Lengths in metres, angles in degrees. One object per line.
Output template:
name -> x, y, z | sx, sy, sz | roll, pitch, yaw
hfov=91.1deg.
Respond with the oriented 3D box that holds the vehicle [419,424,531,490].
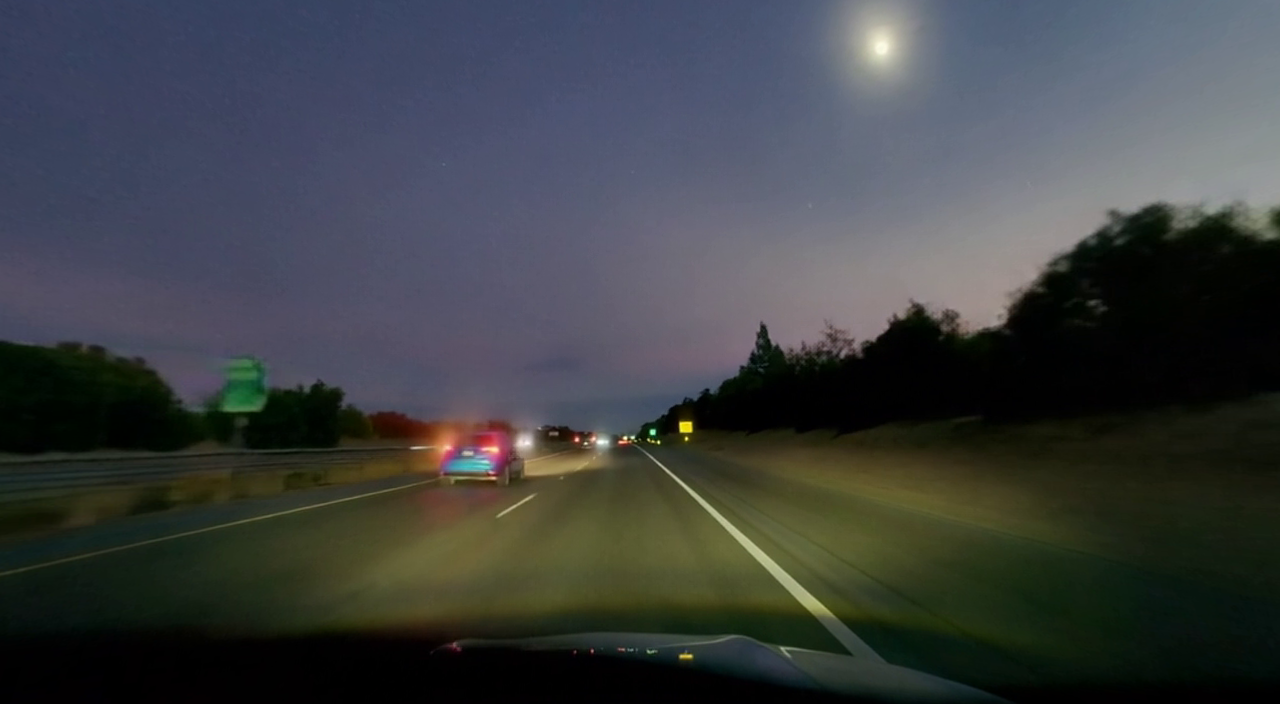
vehicle -> -4.581, 2.973, 18.241 | 2.070, 1.647, 4.577 | 0, -8, -1
